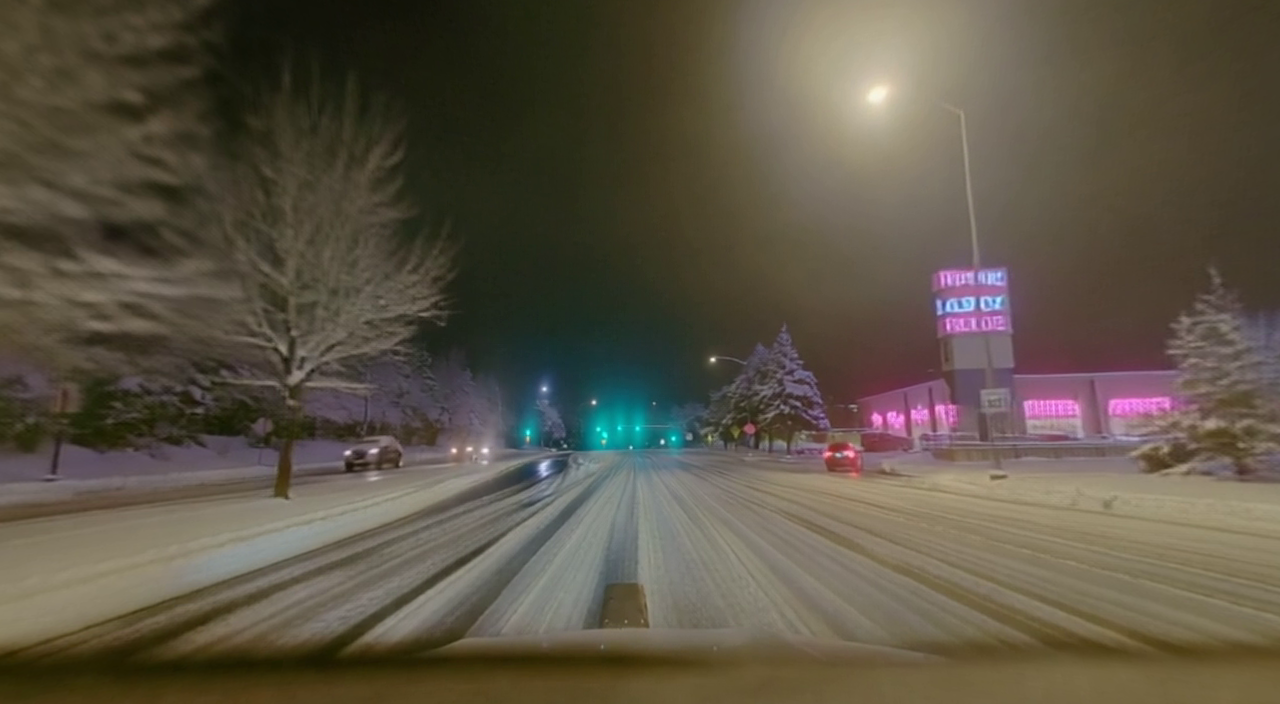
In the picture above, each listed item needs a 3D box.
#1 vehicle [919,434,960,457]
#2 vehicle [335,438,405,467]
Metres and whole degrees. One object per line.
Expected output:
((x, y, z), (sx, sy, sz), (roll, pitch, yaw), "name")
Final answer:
((23.096, 7.222, 48.711), (1.815, 1.618, 4.383), (-2, -9, 12), "vehicle")
((-18.388, 6.885, 43.362), (2.204, 1.821, 5.864), (0, -8, 0), "vehicle")
